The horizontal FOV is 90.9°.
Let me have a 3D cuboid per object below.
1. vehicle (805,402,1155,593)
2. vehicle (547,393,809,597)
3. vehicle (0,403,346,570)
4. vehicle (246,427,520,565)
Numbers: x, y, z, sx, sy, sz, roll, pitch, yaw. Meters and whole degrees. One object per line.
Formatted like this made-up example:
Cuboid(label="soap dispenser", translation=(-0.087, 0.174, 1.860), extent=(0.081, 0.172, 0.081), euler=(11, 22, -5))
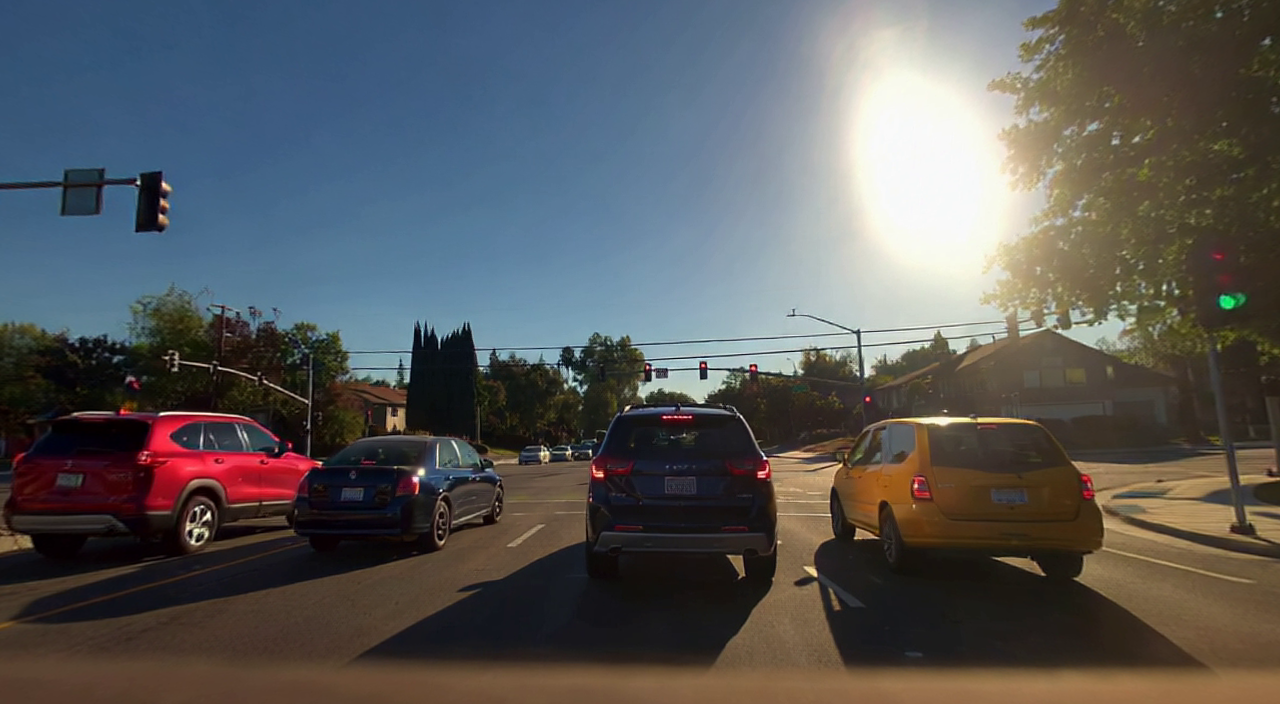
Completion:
Cuboid(label="vehicle", translation=(3.530, 1.587, 7.746), extent=(2.047, 1.638, 4.395), euler=(-1, -8, 4))
Cuboid(label="vehicle", translation=(0.396, 1.515, 7.488), extent=(2.198, 1.708, 4.170), euler=(0, -8, 2))
Cuboid(label="vehicle", translation=(-6.634, 1.816, 9.321), extent=(2.075, 1.796, 4.785), euler=(0, -8, 2))
Cuboid(label="vehicle", translation=(-3.236, 1.887, 9.104), extent=(1.885, 1.475, 4.359), euler=(-1, -8, 4))
